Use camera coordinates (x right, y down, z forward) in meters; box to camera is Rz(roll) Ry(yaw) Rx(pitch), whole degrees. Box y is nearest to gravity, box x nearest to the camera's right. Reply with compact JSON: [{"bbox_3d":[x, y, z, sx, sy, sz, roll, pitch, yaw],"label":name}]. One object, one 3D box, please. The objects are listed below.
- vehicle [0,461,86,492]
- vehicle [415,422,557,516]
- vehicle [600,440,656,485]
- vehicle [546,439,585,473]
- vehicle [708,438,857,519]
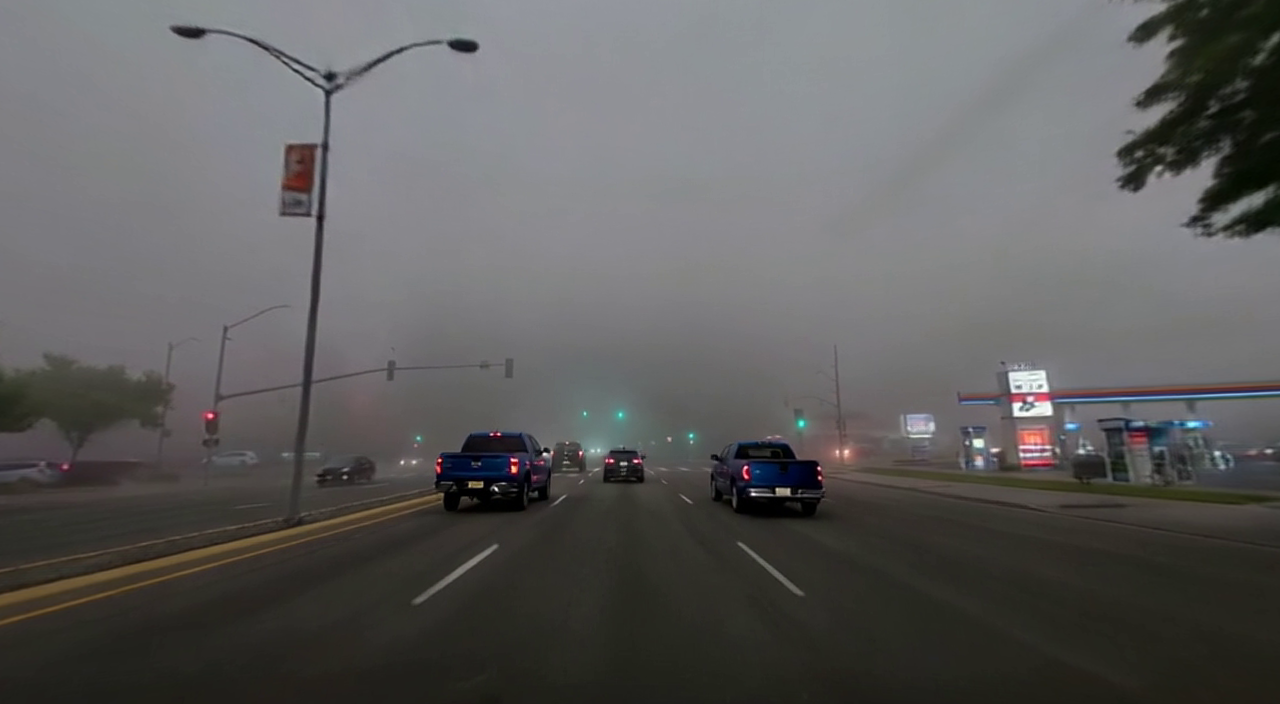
[{"bbox_3d":[-36.016,7.323,37.265,1.929,1.636,4.589,-7,-11,38],"label":"vehicle"},{"bbox_3d":[-3.519,2.808,15.808,2.195,1.905,5.634,0,-8,-1],"label":"vehicle"},{"bbox_3d":[-0.499,4.349,25.134,2.029,1.605,3.827,0,-8,-2],"label":"vehicle"},{"bbox_3d":[-4.839,6.661,40.827,2.321,2.026,5.307,1,-9,-7],"label":"vehicle"},{"bbox_3d":[2.878,2.675,13.956,2.061,1.487,4.462,0,-8,-3],"label":"vehicle"}]
